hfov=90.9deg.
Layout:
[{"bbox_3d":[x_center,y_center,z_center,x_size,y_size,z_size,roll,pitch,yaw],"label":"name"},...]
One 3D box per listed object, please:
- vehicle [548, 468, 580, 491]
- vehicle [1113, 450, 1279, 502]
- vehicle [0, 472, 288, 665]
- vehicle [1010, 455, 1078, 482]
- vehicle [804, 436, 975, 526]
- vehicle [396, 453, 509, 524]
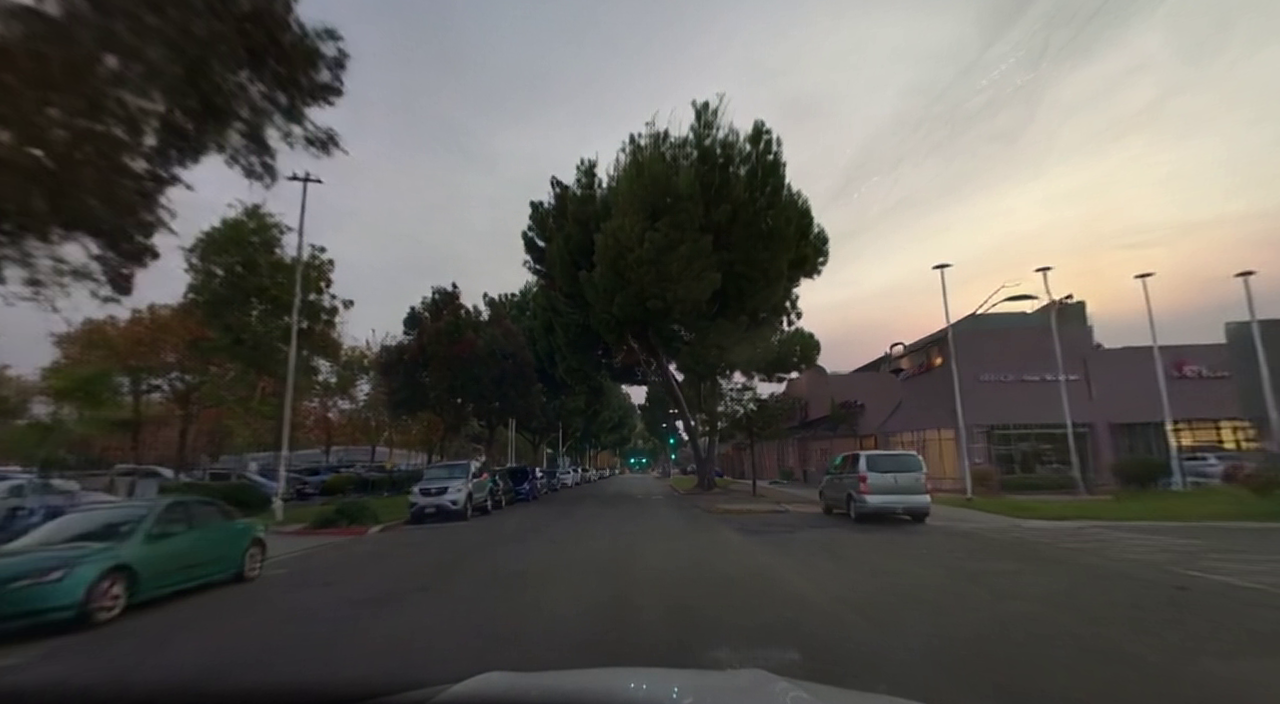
[{"bbox_3d":[-5.723,9.677,47.909,1.832,1.623,4.424,0,-11,1],"label":"vehicle"},{"bbox_3d":[18.015,4.045,20.526,1.794,1.486,3.983,0,-11,-6],"label":"vehicle"},{"bbox_3d":[-6.010,2.101,6.973,1.800,1.499,4.106,0,-11,0],"label":"vehicle"},{"bbox_3d":[25.712,7.397,40.249,1.698,1.489,3.599,-4,-9,-4],"label":"vehicle"},{"bbox_3d":[5.688,3.062,15.193,2.054,1.779,4.650,1,-11,-2],"label":"vehicle"},{"bbox_3d":[-5.938,4.418,20.796,2.196,2.001,5.548,1,-11,-2],"label":"vehicle"}]
